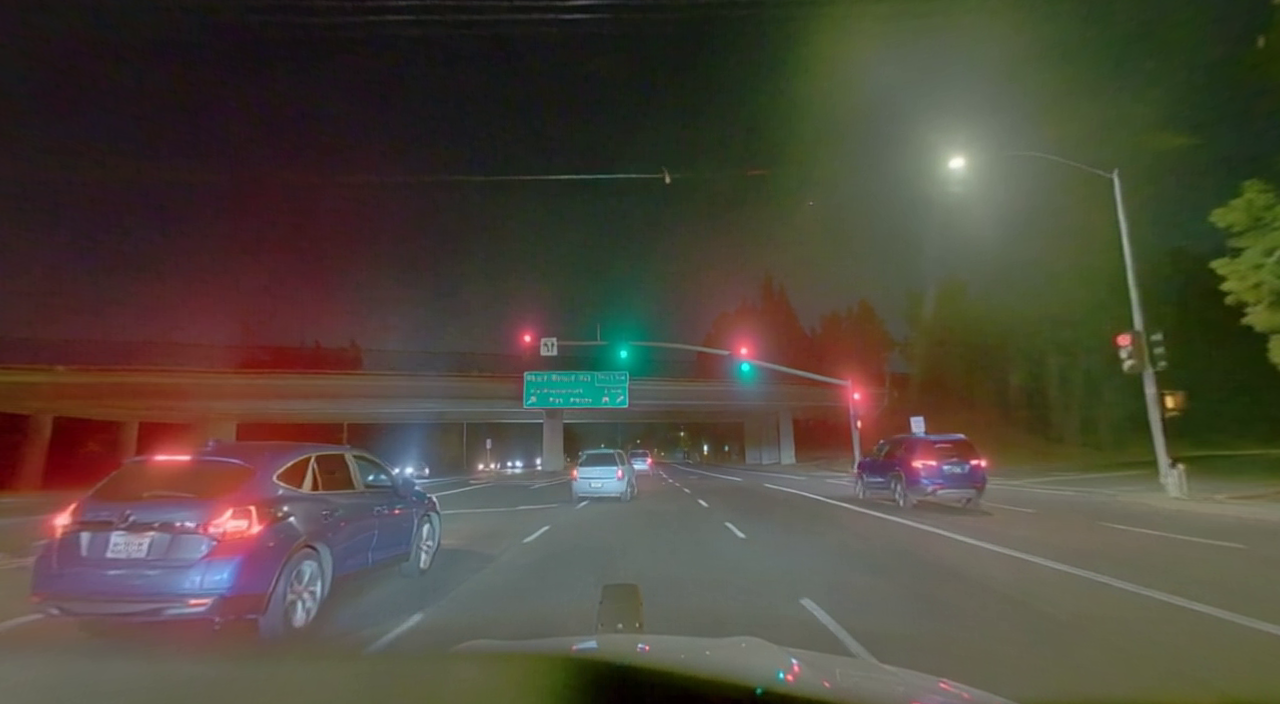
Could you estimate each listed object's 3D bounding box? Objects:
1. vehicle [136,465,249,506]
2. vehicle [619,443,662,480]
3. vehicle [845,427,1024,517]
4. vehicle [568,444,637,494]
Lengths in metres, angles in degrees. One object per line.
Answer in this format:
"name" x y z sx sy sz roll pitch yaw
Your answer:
"vehicle" -19.443 5.783 27.706 1.857 1.534 4.221 0 -8 -1
"vehicle" 0.120 6.375 37.188 2.342 2.026 4.642 -1 -8 2
"vehicle" 6.587 2.721 14.831 2.074 1.785 4.320 0 -8 0
"vehicle" -1.382 4.612 25.364 2.060 1.768 4.681 -1 -8 5
